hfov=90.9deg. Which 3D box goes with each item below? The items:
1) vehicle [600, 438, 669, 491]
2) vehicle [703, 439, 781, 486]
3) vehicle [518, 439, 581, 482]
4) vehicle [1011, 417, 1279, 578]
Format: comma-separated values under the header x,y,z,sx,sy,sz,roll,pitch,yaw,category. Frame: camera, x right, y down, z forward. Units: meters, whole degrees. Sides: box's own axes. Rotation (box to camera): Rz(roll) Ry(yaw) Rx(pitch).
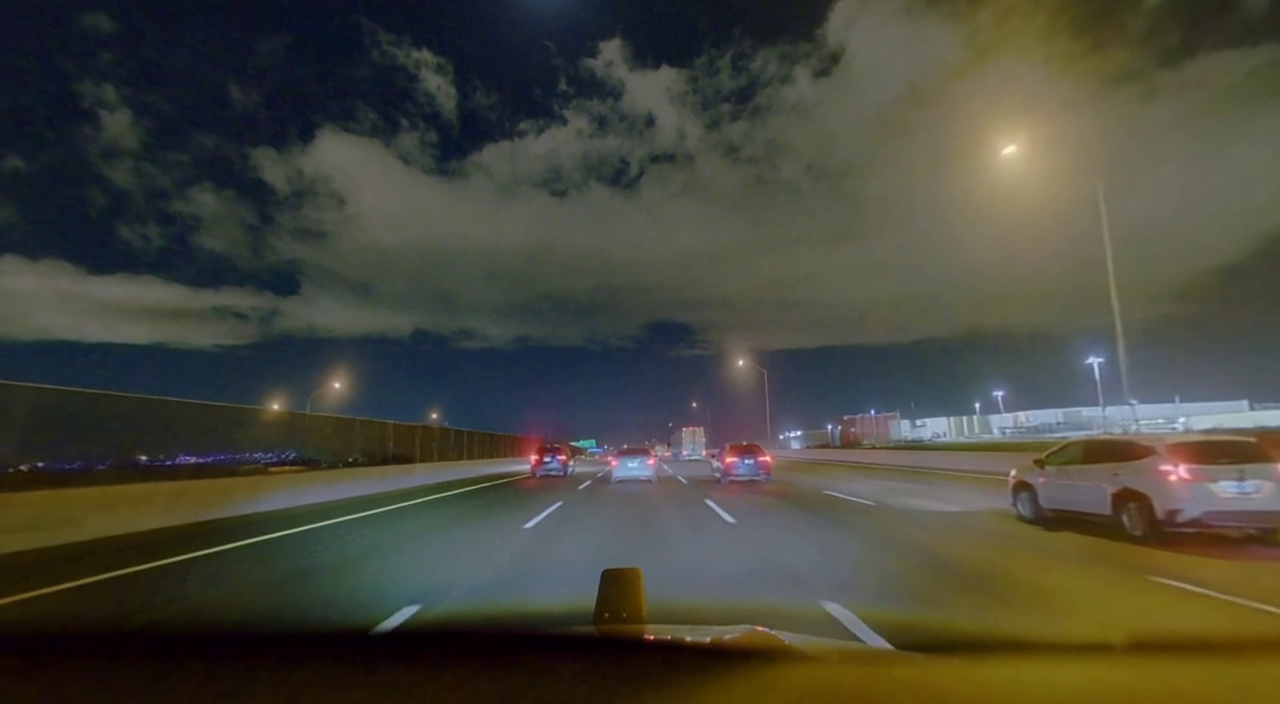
x,y,z,sx,sy,sz,roll,pitch,yaw,category
-0.150,3.771,21.576,2.067,1.555,4.851,0,-8,0,vehicle
3.436,3.809,22.113,1.942,1.453,4.329,0,-8,-1,vehicle
-3.695,4.514,26.552,2.036,1.669,4.112,0,-8,0,vehicle
6.902,1.679,8.075,1.860,1.520,3.961,0,-8,0,vehicle
